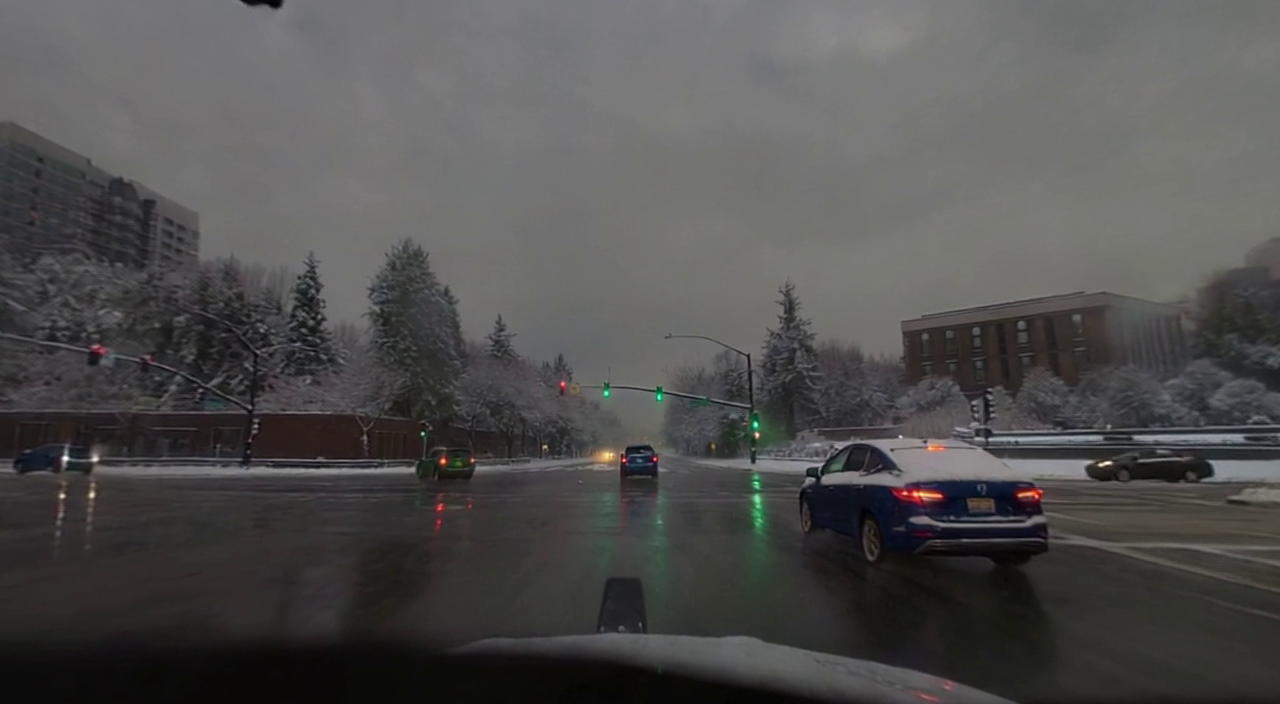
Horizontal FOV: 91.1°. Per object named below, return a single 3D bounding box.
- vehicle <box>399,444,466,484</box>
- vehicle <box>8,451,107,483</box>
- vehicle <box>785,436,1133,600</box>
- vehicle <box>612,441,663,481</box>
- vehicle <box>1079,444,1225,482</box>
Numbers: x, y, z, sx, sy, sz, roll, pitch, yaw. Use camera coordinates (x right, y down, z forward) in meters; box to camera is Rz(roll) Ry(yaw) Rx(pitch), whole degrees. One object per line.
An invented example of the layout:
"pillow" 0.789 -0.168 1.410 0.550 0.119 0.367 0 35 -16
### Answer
"vehicle" -9.481 5.026 28.518 1.987 1.633 4.005 5 -9 -30
"vehicle" -31.583 6.187 34.041 4.422 1.605 1.955 -3 -9 20
"vehicle" 3.429 1.833 8.015 2.056 1.468 4.520 0 -8 0
"vehicle" -0.111 4.893 28.465 2.108 1.654 4.235 0 -8 0
"vehicle" 23.655 5.107 29.247 4.705 1.631 2.053 -2 -8 16
